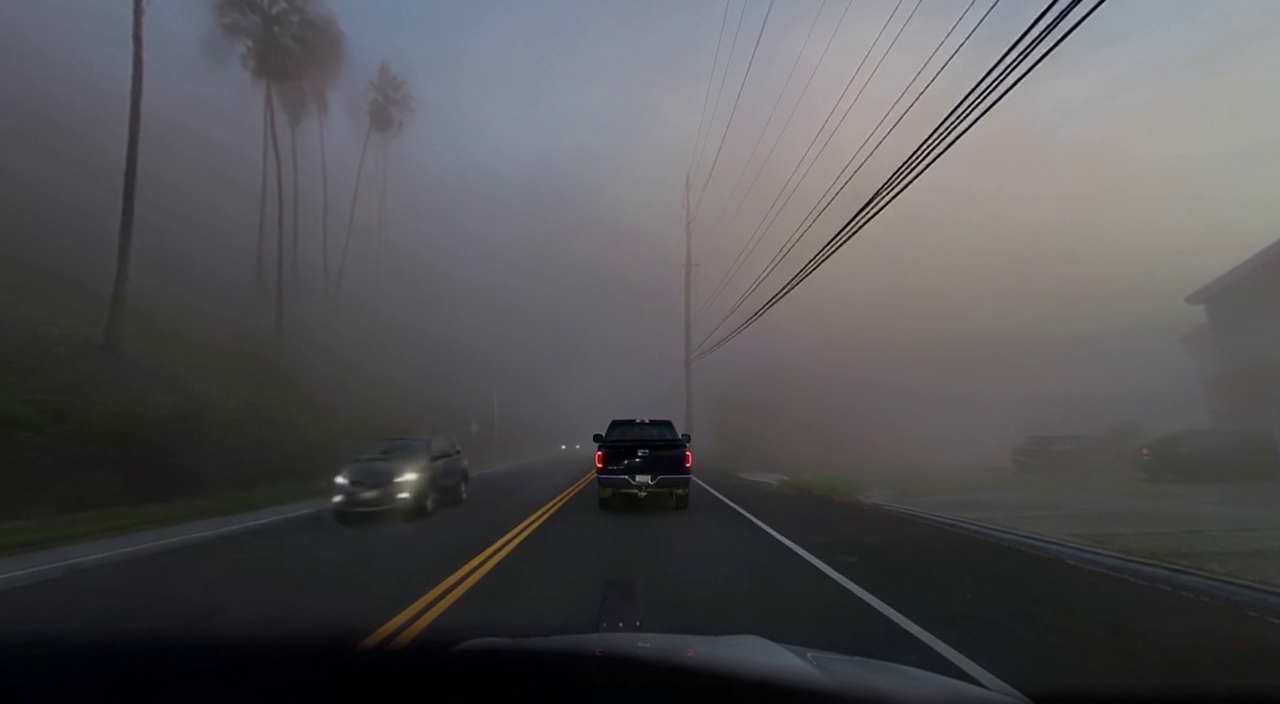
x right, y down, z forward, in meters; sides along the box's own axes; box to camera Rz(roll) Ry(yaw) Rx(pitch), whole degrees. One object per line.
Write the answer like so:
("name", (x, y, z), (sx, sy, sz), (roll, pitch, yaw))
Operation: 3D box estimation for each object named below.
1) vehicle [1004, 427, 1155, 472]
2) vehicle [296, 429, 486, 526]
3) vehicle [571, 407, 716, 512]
("vehicle", (20.326, 4.564, 29.720), (2.277, 1.836, 6.267), (0, -9, -4))
("vehicle", (-4.779, 2.466, 13.014), (2.159, 1.627, 4.505), (0, -8, -1))
("vehicle", (0.020, 2.557, 15.459), (2.848, 2.047, 5.885), (0, -8, -1))
